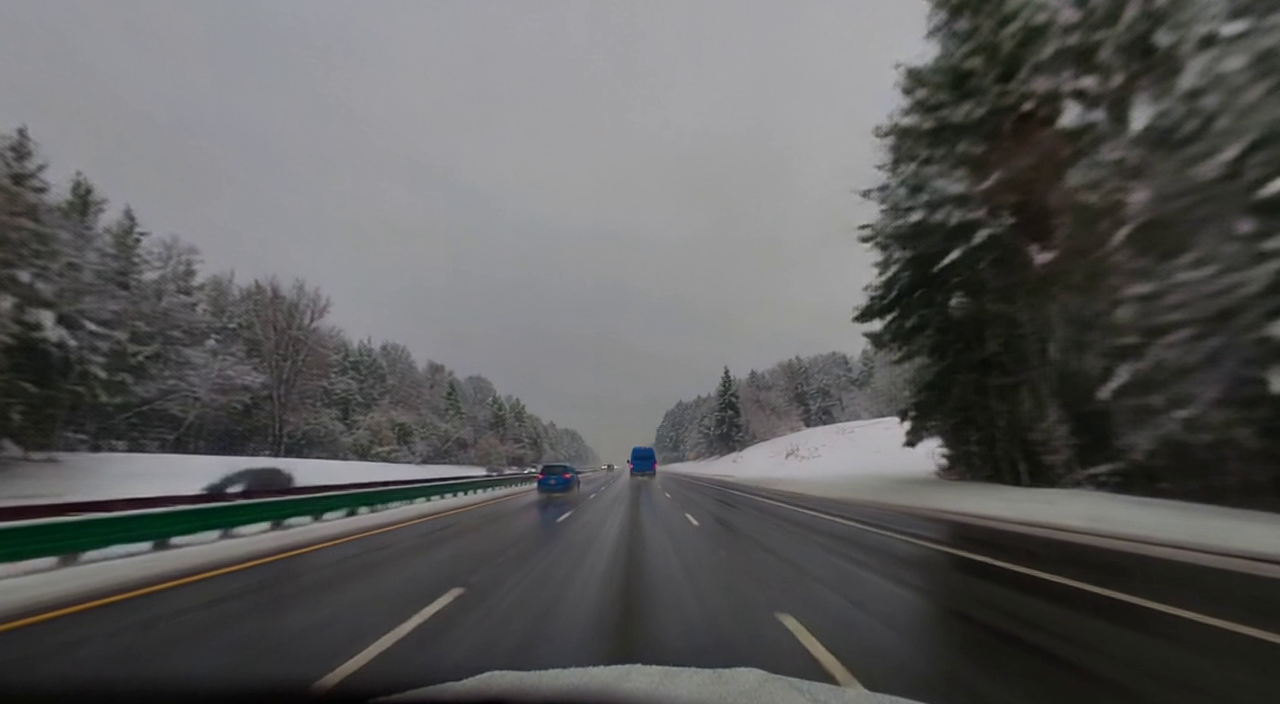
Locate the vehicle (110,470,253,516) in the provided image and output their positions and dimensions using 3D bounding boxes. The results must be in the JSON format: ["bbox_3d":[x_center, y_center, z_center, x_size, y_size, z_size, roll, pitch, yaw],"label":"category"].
[{"bbox_3d":[-16.423,5.036,22.916,1.862,1.449,4.441,1,-11,0],"label":"vehicle"}]

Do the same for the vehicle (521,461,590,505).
[{"bbox_3d":[-3.119,4.985,24.152,2.038,1.490,4.391,1,-11,0],"label":"vehicle"}]

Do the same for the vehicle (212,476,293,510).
[{"bbox_3d":[-16.466,5.984,26.908,1.663,1.301,2.750,1,-11,0],"label":"vehicle"}]
